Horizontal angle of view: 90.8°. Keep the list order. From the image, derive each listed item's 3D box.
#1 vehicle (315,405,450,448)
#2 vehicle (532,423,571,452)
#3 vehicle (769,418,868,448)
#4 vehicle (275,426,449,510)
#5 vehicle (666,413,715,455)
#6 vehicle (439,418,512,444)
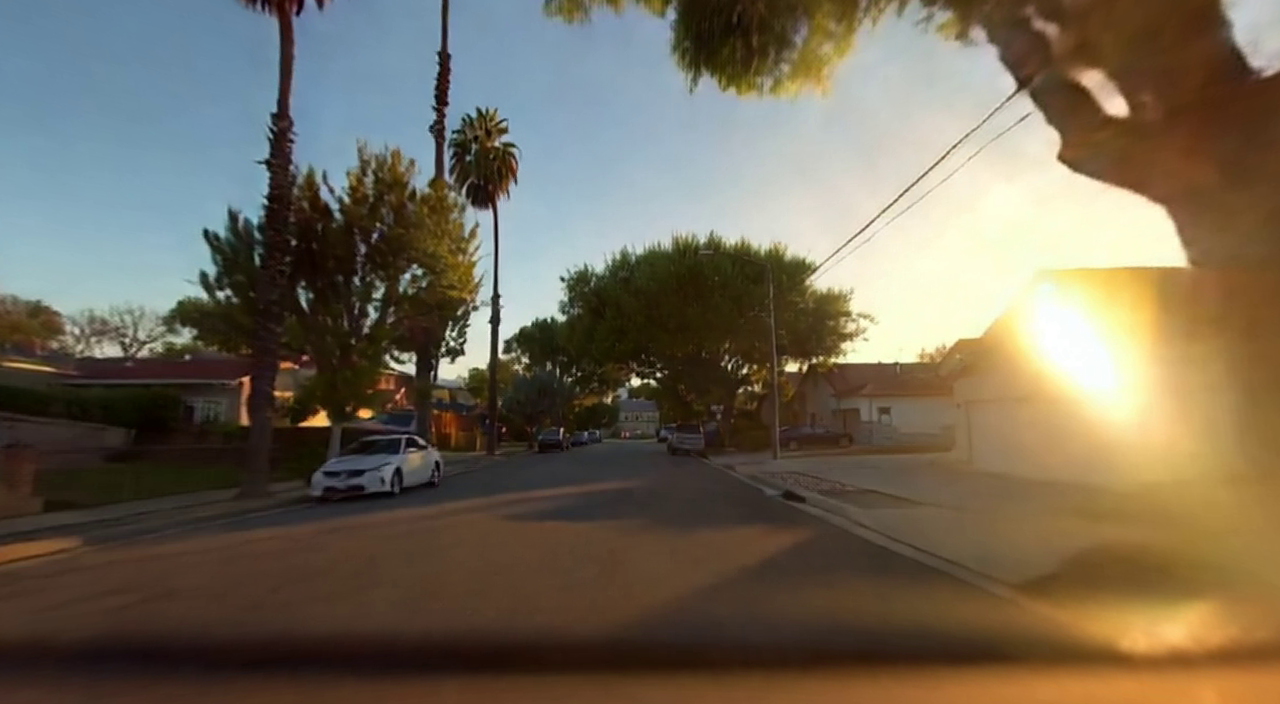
[{"bbox_3d":[-12.061,3.554,29.924,5.340,1.948,2.398,0,-7,-1],"label":"vehicle"},{"bbox_3d":[-5.960,5.758,42.985,2.147,1.823,4.725,0,-6,-2],"label":"vehicle"},{"bbox_3d":[9.263,4.231,33.064,4.643,1.520,1.826,0,-7,1],"label":"vehicle"},{"bbox_3d":[-5.816,2.411,13.938,1.949,1.511,4.466,0,-6,-2],"label":"vehicle"},{"bbox_3d":[2.604,4.452,34.154,2.184,2.038,6.212,0,-7,0],"label":"vehicle"},{"bbox_3d":[-12.576,6.078,48.620,4.991,1.947,2.329,0,-7,-3],"label":"vehicle"}]
